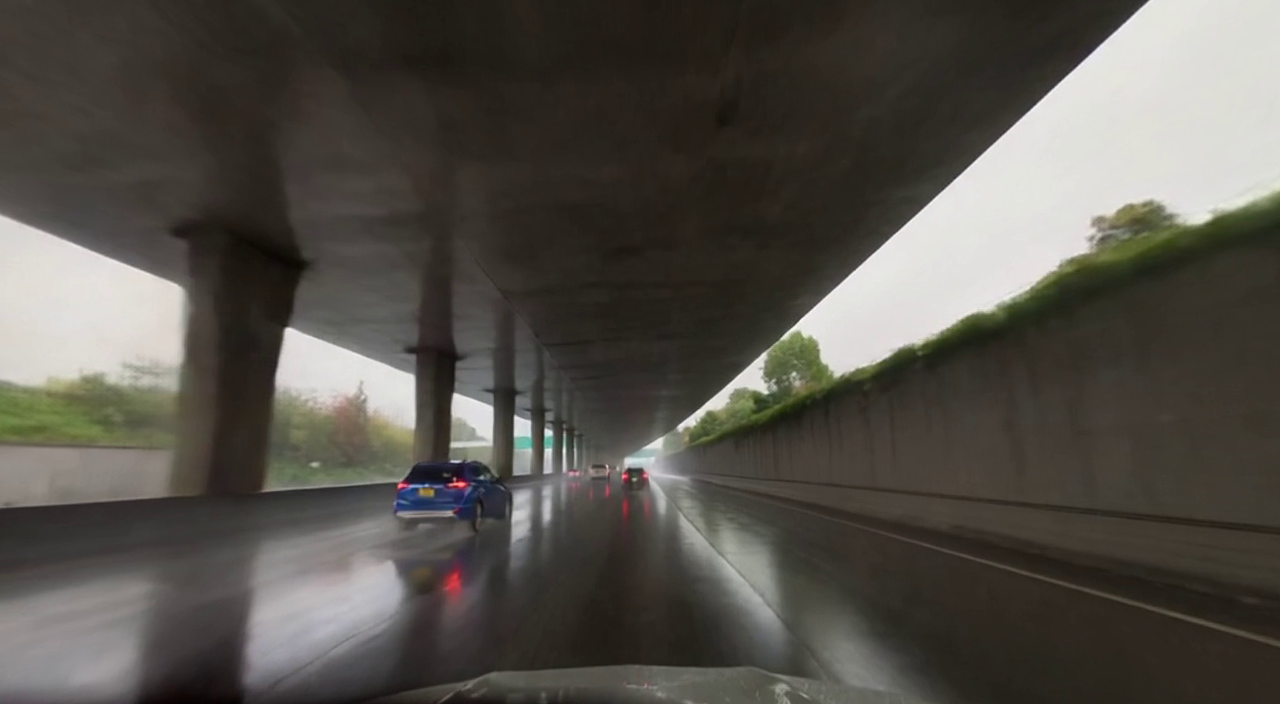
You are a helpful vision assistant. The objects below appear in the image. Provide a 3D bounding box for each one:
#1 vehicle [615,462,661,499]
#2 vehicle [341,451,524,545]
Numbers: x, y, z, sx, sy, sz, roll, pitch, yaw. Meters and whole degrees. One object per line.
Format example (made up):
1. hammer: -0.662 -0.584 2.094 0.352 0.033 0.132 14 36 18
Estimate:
1. vehicle: -0.110 5.989 29.518 1.992 1.601 3.762 1 -11 -1
2. vehicle: -3.925 2.890 12.981 2.102 1.521 4.687 1 -11 1
